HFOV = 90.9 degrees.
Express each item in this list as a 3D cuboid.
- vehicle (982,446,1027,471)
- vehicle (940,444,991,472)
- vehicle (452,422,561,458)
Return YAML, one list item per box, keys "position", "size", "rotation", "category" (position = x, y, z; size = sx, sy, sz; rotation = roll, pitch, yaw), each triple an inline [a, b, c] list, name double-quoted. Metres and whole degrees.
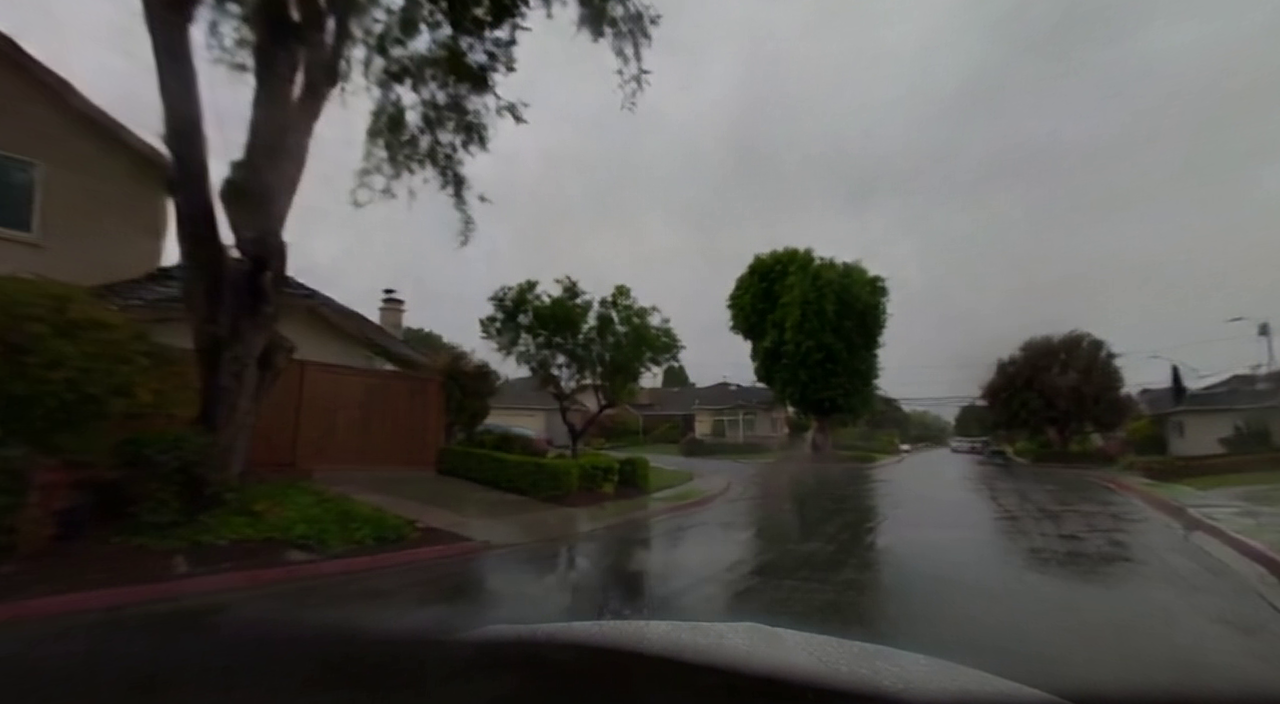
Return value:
- position: [28.156, 8.197, 48.619]
  size: [2.058, 1.749, 4.560]
  rotation: [-10, -13, 40]
  category: "vehicle"
- position: [22.268, 7.209, 43.026]
  size: [2.180, 1.752, 4.700]
  rotation: [-9, -12, 36]
  category: "vehicle"
- position: [-6.365, 4.307, 30.613]
  size: [1.791, 1.517, 5.089]
  rotation: [-10, -13, 39]
  category: "vehicle"
